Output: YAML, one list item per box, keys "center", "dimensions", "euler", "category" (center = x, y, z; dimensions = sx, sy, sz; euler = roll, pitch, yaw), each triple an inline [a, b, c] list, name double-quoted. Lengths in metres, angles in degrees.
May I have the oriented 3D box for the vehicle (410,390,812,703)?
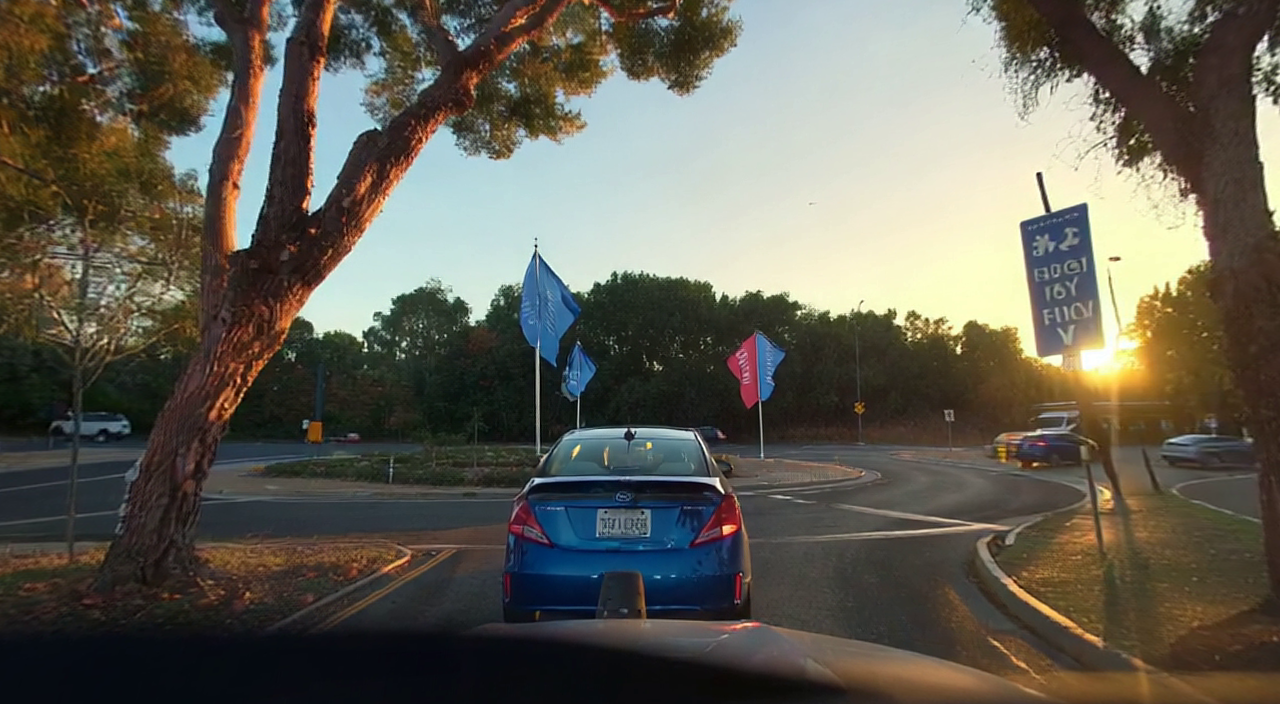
- center: [-0.061, 1.332, 5.346]
  dimensions: [2.078, 1.607, 4.010]
  euler: [-1, -9, 3]
  category: "vehicle"

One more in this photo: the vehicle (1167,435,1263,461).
- center: [33.858, 5.667, 37.141]
  dimensions: [4.147, 1.475, 1.850]
  euler: [1, -9, -9]
  category: "vehicle"

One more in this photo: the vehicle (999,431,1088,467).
- center: [20.407, 4.887, 31.822]
  dimensions: [4.485, 1.691, 2.132]
  euler: [6, -11, -35]
  category: "vehicle"
